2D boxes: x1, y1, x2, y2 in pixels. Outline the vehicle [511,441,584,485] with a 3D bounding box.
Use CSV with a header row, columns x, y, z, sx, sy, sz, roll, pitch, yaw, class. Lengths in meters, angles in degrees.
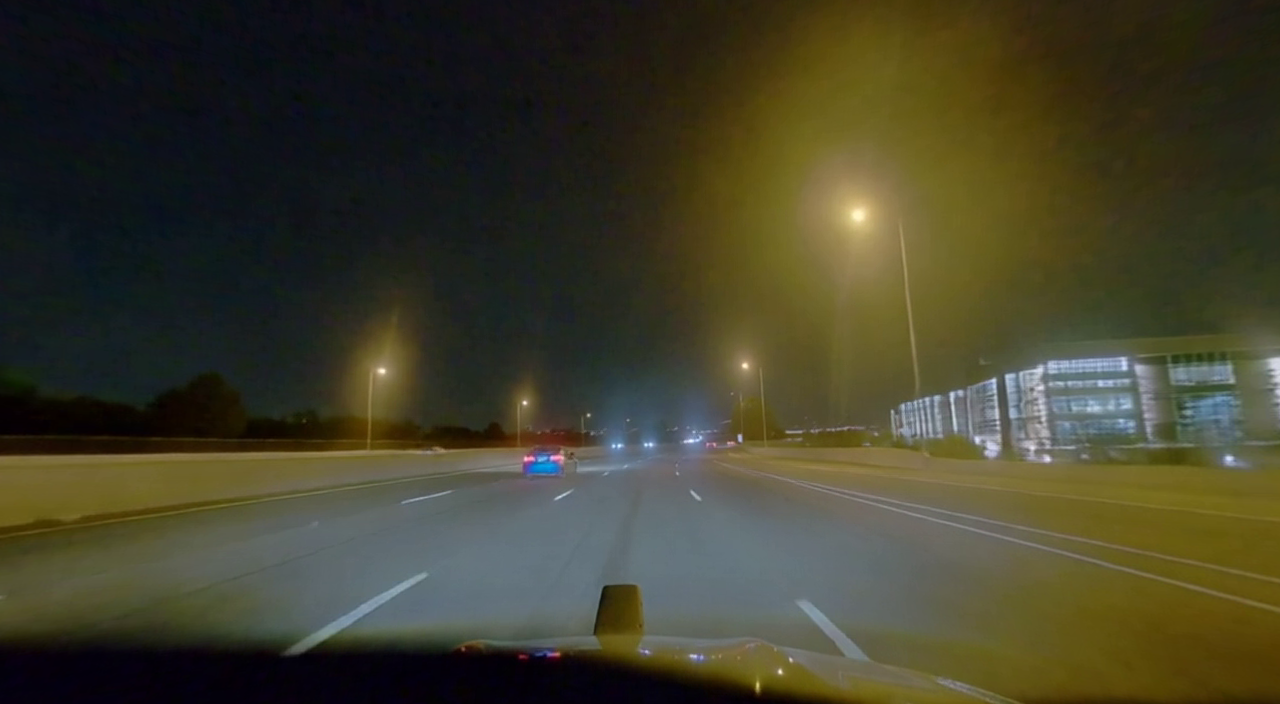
x,y,z,sx,sy,sz,roll,pitch,yaw,class
-3.610,4.402,25.488,2.087,1.566,4.756,-1,-8,2,vehicle
